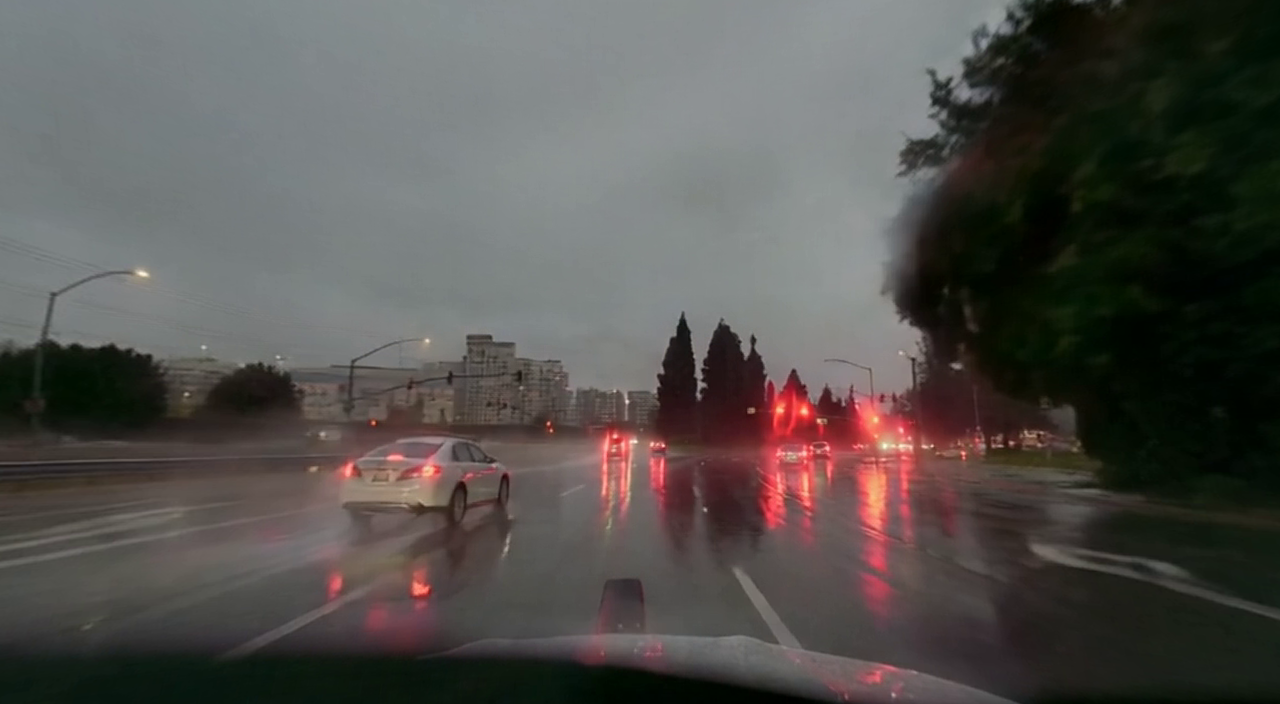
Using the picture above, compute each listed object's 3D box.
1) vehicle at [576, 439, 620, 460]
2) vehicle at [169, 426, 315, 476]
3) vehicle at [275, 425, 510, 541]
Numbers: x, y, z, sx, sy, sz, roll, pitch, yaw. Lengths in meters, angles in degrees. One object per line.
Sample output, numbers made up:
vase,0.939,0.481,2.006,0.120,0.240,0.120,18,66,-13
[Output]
vehicle,-3.142,7.503,48.514,2.080,1.495,5.242,-2,-9,12
vehicle,-13.146,3.312,21.251,1.984,1.488,4.258,-1,-9,3
vehicle,-3.600,1.988,10.202,1.934,1.463,4.220,0,-9,2
